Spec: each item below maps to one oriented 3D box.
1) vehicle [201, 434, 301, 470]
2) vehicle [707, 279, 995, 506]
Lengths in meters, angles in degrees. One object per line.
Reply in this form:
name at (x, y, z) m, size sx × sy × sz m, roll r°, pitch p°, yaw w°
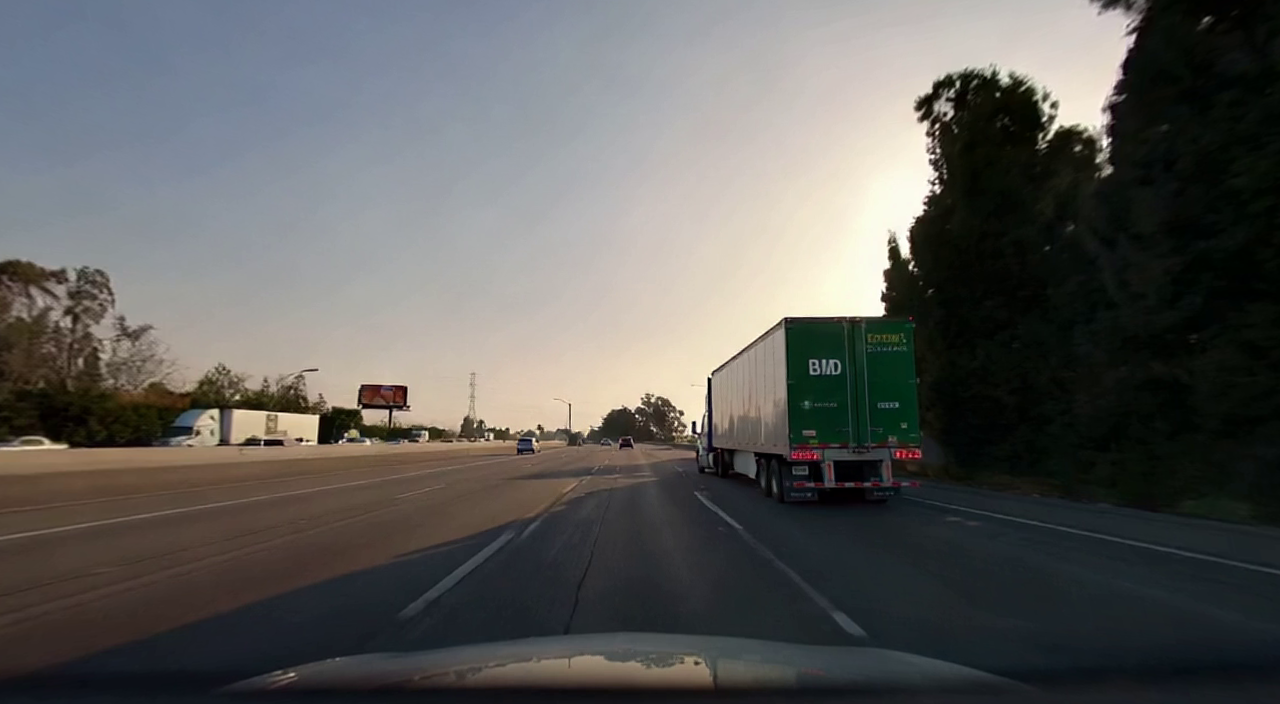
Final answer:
vehicle at (-18.282, 4.711, 29.969) m, size 1.913 × 1.540 × 4.540 m, roll 0°, pitch -8°, yaw -1°
vehicle at (4.400, 1.750, 18.428) m, size 2.891 × 3.944 × 15.051 m, roll 0°, pitch -8°, yaw -2°
